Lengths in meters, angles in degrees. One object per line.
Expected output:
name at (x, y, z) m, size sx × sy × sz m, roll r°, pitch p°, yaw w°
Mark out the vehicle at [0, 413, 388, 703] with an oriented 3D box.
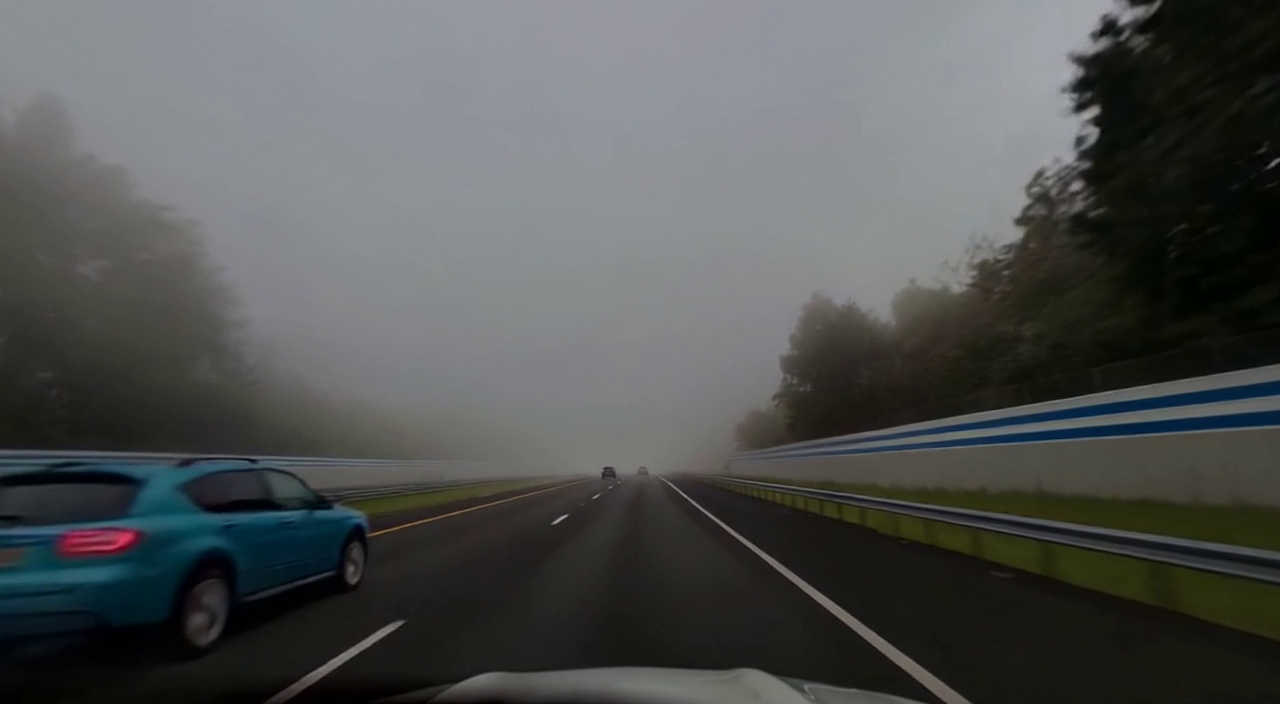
vehicle at (-3.681, 1.375, 4.674) m, size 1.985 × 1.515 × 3.839 m, roll 1°, pitch -11°, yaw 0°
